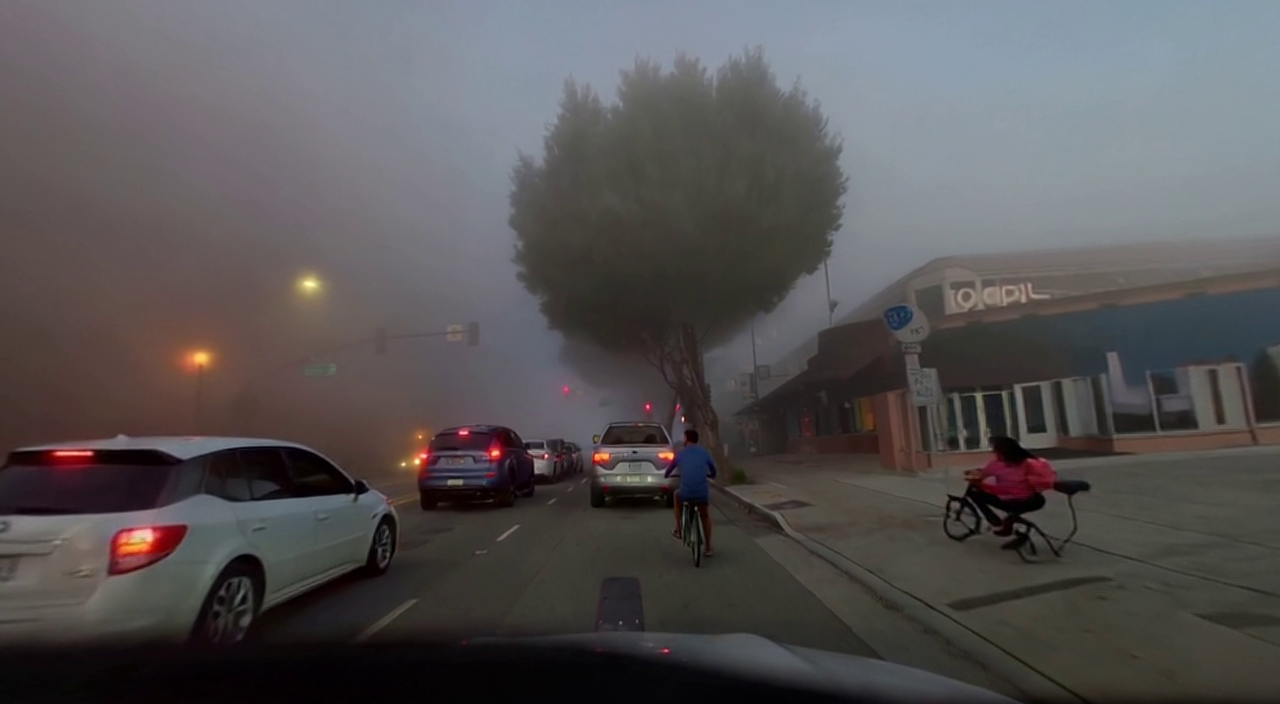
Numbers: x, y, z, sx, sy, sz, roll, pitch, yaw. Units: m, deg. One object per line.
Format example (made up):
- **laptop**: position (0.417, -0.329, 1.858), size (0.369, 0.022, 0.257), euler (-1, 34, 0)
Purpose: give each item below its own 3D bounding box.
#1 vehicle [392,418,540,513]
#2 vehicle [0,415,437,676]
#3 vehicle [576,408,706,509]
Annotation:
- **vehicle**: position (-3.623, 2.472, 14.145), size (2.046, 1.750, 4.452), euler (0, -9, 0)
- **vehicle**: position (-3.599, 1.435, 5.782), size (2.064, 1.486, 4.140), euler (0, -9, 0)
- **vehicle**: position (-0.019, 2.372, 14.378), size (2.426, 1.882, 5.027), euler (0, -9, -1)
